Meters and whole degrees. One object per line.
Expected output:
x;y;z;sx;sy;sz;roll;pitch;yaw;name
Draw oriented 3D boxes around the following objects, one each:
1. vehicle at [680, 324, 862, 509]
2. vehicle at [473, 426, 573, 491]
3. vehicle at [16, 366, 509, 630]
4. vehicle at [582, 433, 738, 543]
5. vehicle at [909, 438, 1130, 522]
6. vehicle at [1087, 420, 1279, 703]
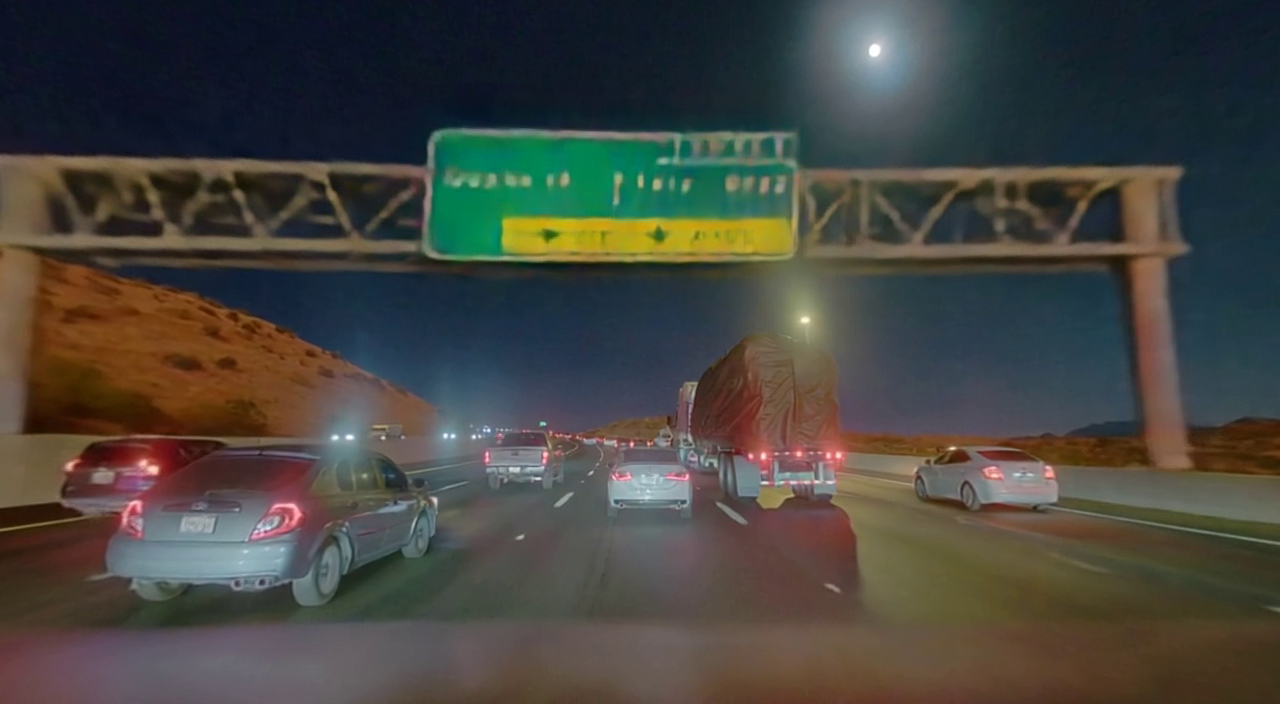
3.236;2.182;19.525;2.759;4.098;10.906;0;-8;-3;vehicle
-3.573;3.387;20.390;2.348;1.821;5.061;0;-8;-1;vehicle
-3.289;1.432;7.307;2.318;1.902;5.374;0;-8;1;vehicle
0.232;2.128;10.567;2.105;1.471;3.978;0;-8;-1;vehicle
7.783;2.621;13.564;2.092;1.495;4.194;0;-8;0;vehicle
3.579;0.800;1.102;2.169;1.447;4.817;0;-8;2;vehicle
